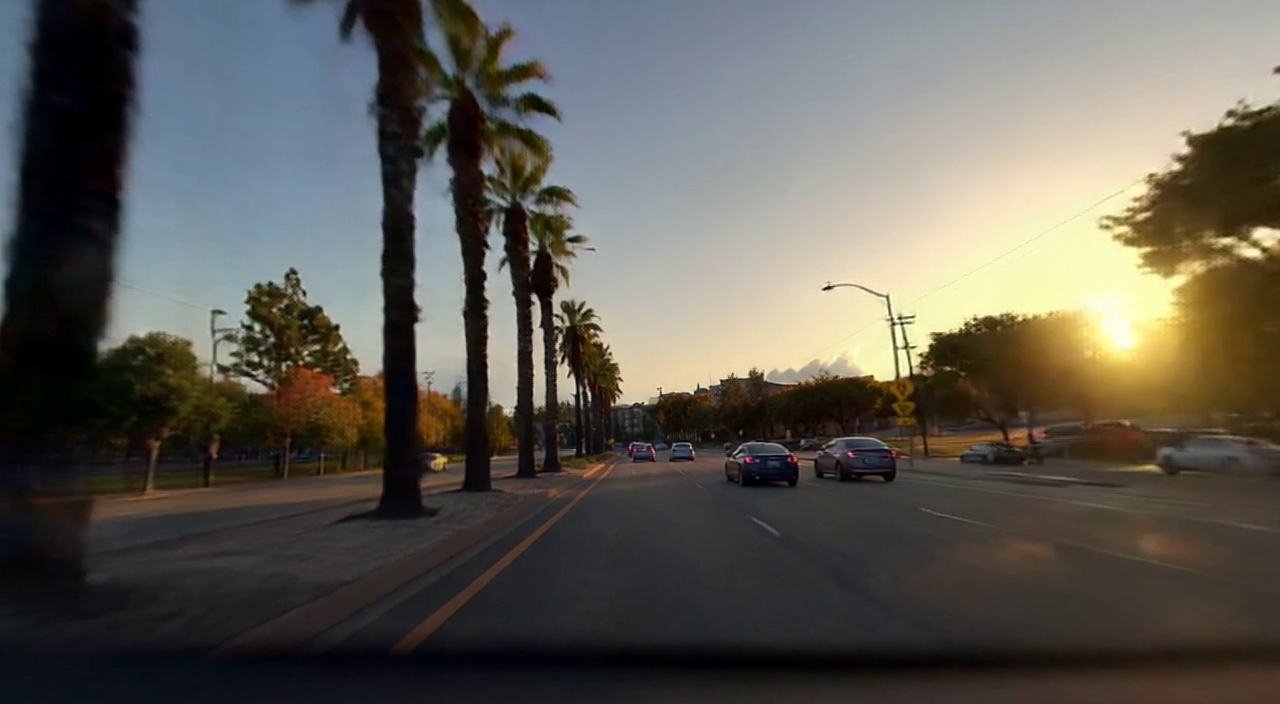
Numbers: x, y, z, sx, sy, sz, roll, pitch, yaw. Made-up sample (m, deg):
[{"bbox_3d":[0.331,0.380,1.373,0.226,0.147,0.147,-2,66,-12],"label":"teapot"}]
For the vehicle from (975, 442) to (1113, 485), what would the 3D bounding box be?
[{"bbox_3d":[15.118,4.169,24.066,2.001,1.463,4.781,0,-8,-1],"label":"vehicle"}]

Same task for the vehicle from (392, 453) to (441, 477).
[{"bbox_3d":[-16.821,8.498,47.770,1.972,1.687,4.480,0,-8,0],"label":"vehicle"}]

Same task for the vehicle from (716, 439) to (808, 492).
[{"bbox_3d":[3.663,3.491,19.807,1.875,1.452,4.453,0,-8,-2],"label":"vehicle"}]

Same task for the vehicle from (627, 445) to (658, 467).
[{"bbox_3d":[0.157,7.151,43.632,2.031,1.444,4.361,0,-8,-1],"label":"vehicle"}]

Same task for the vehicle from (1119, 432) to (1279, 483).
[{"bbox_3d":[21.574,3.929,24.125,2.109,1.697,5.547,0,-7,-2],"label":"vehicle"}]

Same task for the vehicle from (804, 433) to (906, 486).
[{"bbox_3d":[7.221,3.647,21.734,1.916,1.646,4.258,0,-8,-1],"label":"vehicle"}]
